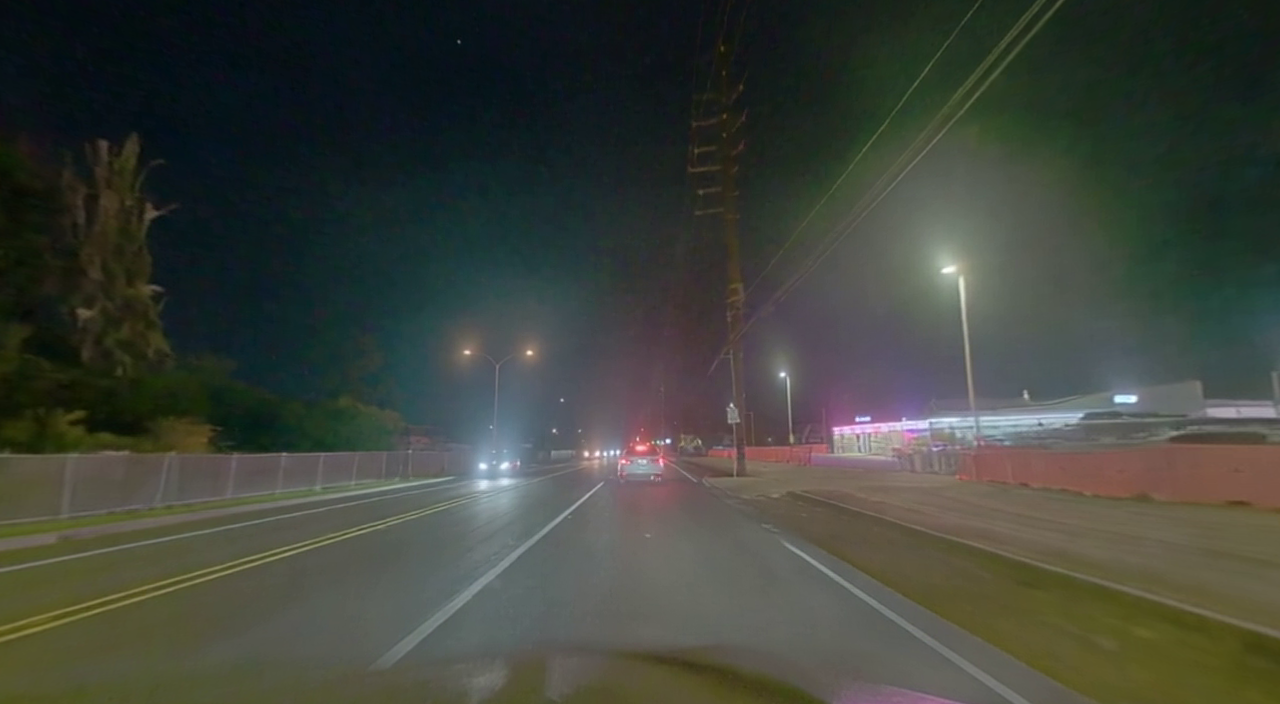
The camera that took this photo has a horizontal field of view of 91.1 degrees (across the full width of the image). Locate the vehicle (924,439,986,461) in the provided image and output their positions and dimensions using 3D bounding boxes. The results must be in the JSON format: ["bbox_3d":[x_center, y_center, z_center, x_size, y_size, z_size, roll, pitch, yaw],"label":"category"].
[{"bbox_3d":[21.912,6.849,43.875,1.934,1.457,4.134,0,-9,-5],"label":"vehicle"}]

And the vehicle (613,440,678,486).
[{"bbox_3d":[0.170,3.974,22.771,2.144,1.514,4.063,0,-9,0],"label":"vehicle"}]

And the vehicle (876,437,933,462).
[{"bbox_3d":[19.008,7.017,45.375,2.039,1.705,4.666,0,-9,0],"label":"vehicle"}]

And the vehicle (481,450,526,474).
[{"bbox_3d":[-9.167,7.425,42.540,1.956,1.527,4.365,0,-9,1],"label":"vehicle"}]

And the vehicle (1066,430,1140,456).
[{"bbox_3d":[33.292,6.584,45.322,2.008,1.725,4.695,-1,-9,4],"label":"vehicle"}]
